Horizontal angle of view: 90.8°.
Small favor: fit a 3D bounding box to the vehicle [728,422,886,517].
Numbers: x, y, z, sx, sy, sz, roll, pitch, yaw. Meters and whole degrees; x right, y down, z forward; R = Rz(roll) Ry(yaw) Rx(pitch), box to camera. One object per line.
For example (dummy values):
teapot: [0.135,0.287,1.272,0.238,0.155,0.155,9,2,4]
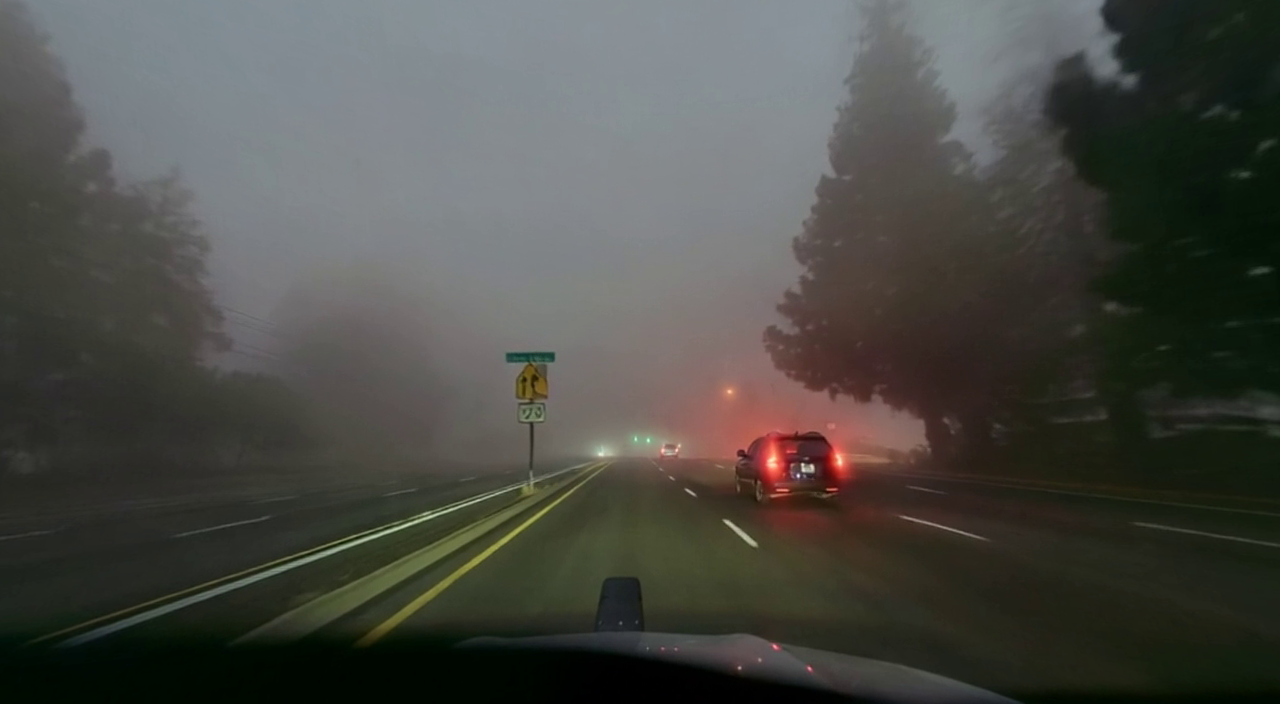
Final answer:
vehicle: [3.248,2.380,13.261,2.078,1.668,4.078,0,-8,-2]
